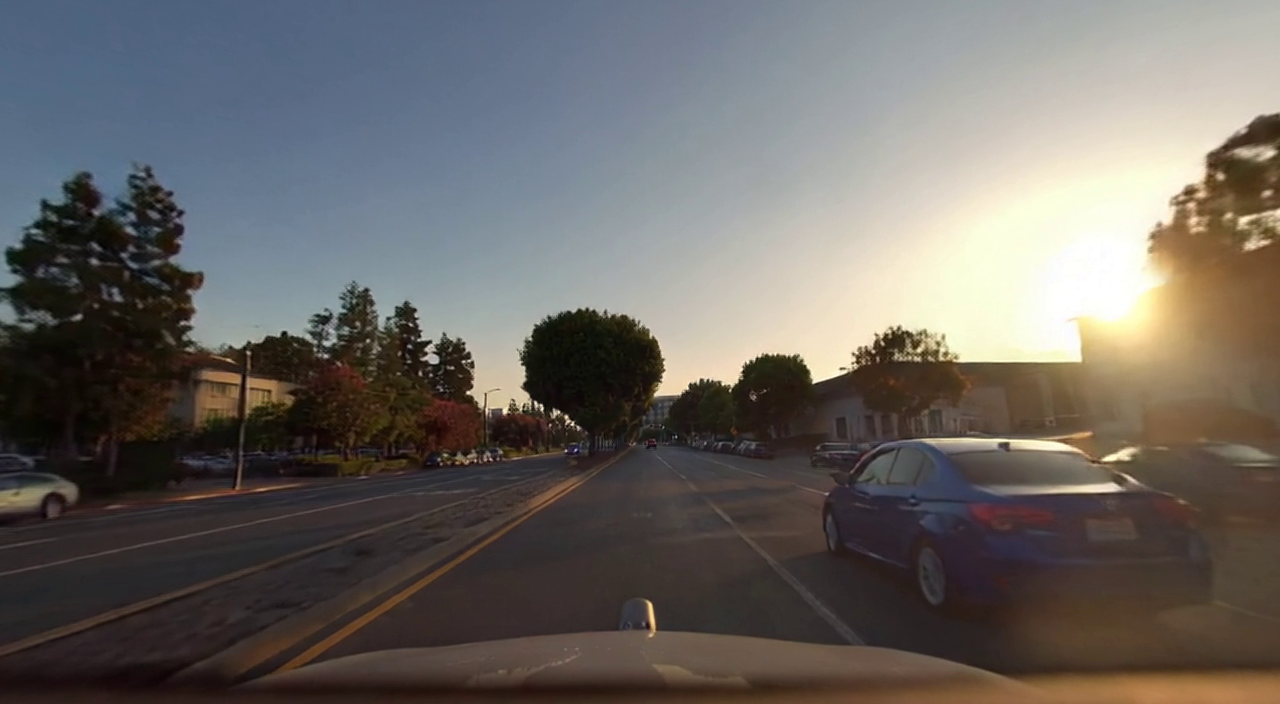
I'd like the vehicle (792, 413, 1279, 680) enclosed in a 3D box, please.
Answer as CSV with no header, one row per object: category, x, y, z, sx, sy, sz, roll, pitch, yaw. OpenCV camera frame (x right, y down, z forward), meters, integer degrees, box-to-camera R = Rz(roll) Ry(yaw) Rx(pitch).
vehicle,3.042,1.397,5.761,2.141,1.443,4.499,0,-8,0
